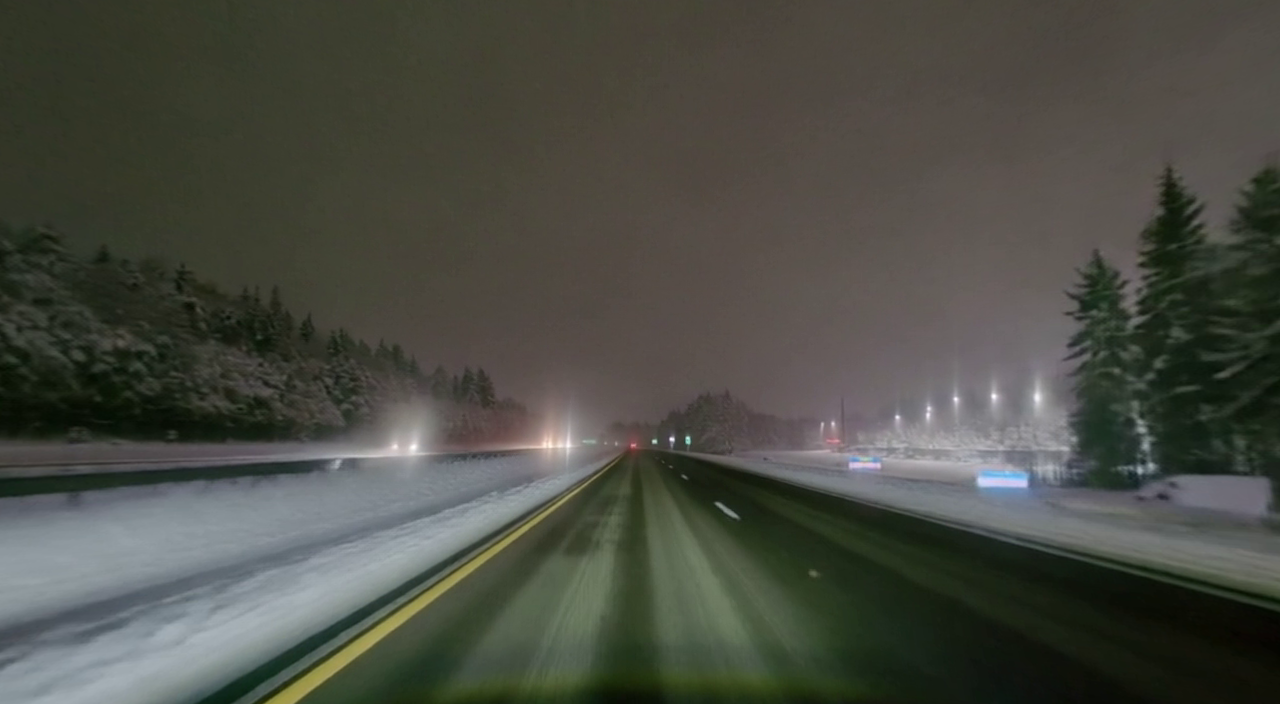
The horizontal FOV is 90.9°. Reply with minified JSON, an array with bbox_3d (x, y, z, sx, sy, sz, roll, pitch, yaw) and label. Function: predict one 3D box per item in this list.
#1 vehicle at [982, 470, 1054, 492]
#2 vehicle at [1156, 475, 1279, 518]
[{"bbox_3d":[28.822,9.833,48.257,4.599,1.466,1.982,-4,-9,28],"label":"vehicle"},{"bbox_3d":[29.184,7.149,31.492,4.895,1.819,2.060,-5,-10,32],"label":"vehicle"}]
